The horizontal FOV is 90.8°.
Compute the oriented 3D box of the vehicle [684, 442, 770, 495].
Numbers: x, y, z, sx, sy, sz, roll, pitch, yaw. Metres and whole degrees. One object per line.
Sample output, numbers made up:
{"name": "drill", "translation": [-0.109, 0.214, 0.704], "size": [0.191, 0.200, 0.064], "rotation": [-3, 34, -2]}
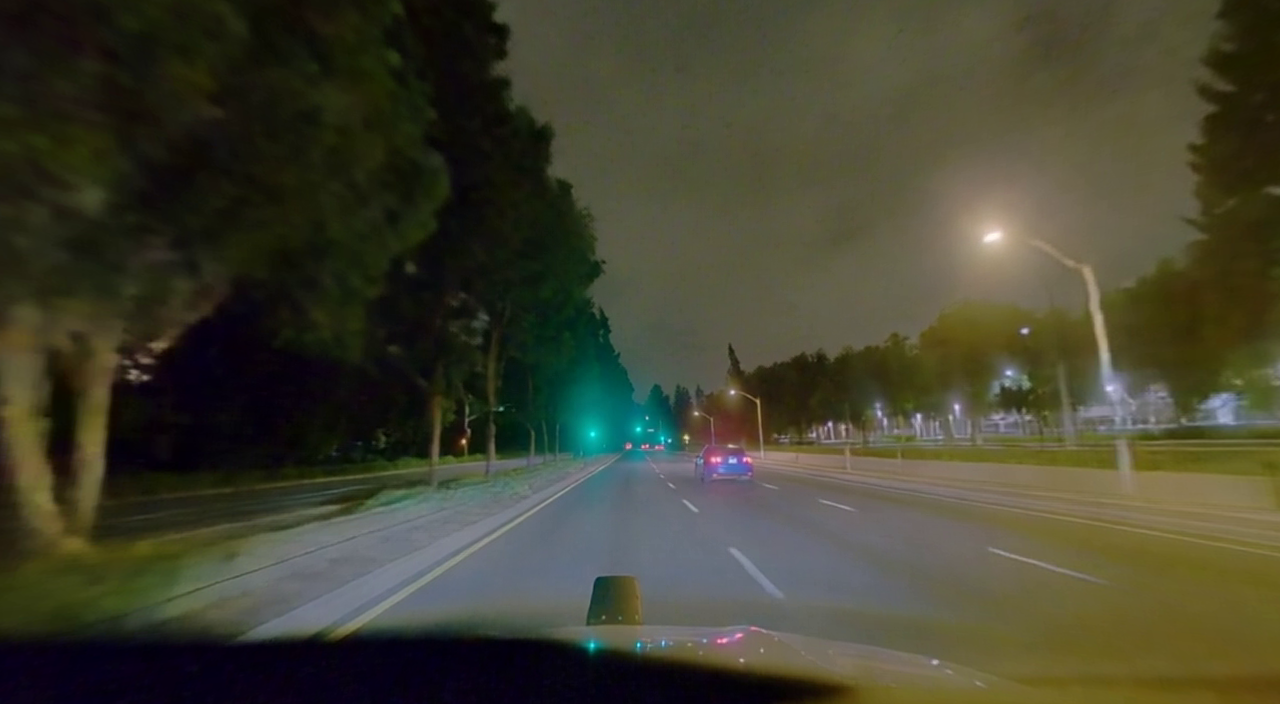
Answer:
{"name": "vehicle", "translation": [2.641, 3.651, 20.212], "size": [2.056, 1.483, 4.091], "rotation": [0, -8, -1]}
